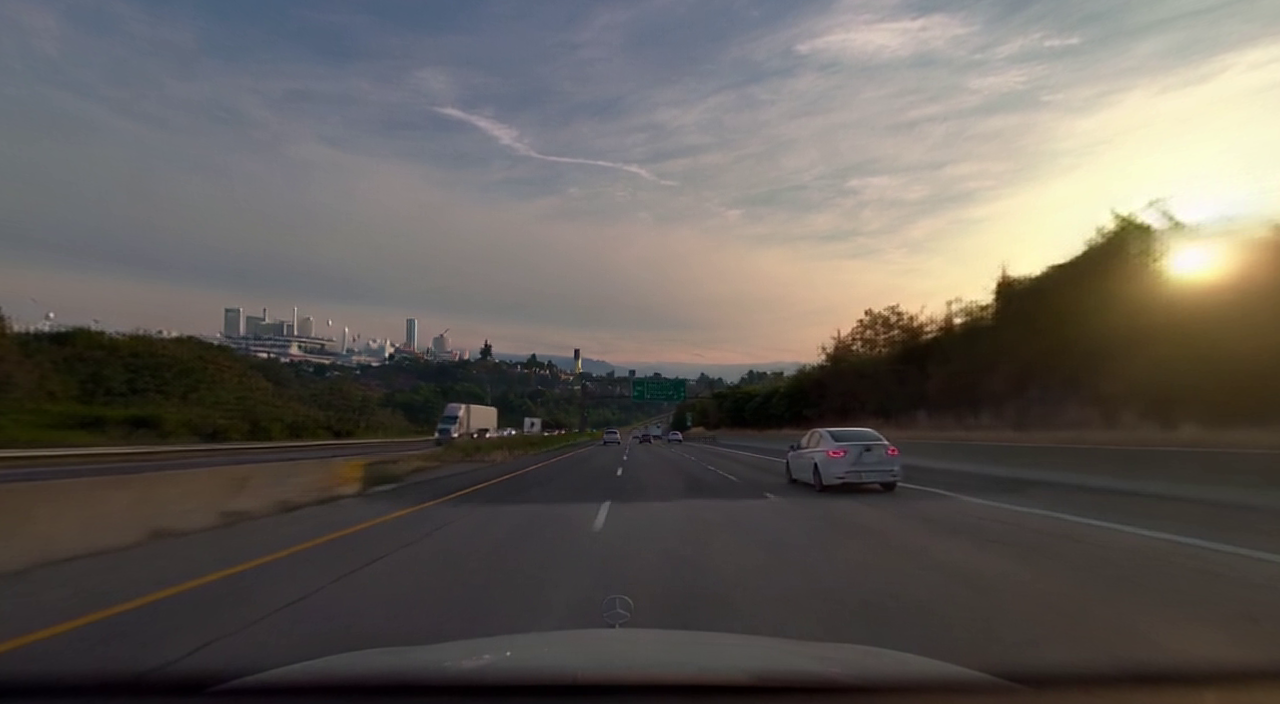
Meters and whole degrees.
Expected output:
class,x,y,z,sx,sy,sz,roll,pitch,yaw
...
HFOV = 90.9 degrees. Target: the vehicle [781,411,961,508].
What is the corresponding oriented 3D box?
class,x,y,z,sx,sy,sz,roll,pitch,yaw
vehicle,4.423,2.127,12.894,2.022,1.637,4.229,0,-8,-1
